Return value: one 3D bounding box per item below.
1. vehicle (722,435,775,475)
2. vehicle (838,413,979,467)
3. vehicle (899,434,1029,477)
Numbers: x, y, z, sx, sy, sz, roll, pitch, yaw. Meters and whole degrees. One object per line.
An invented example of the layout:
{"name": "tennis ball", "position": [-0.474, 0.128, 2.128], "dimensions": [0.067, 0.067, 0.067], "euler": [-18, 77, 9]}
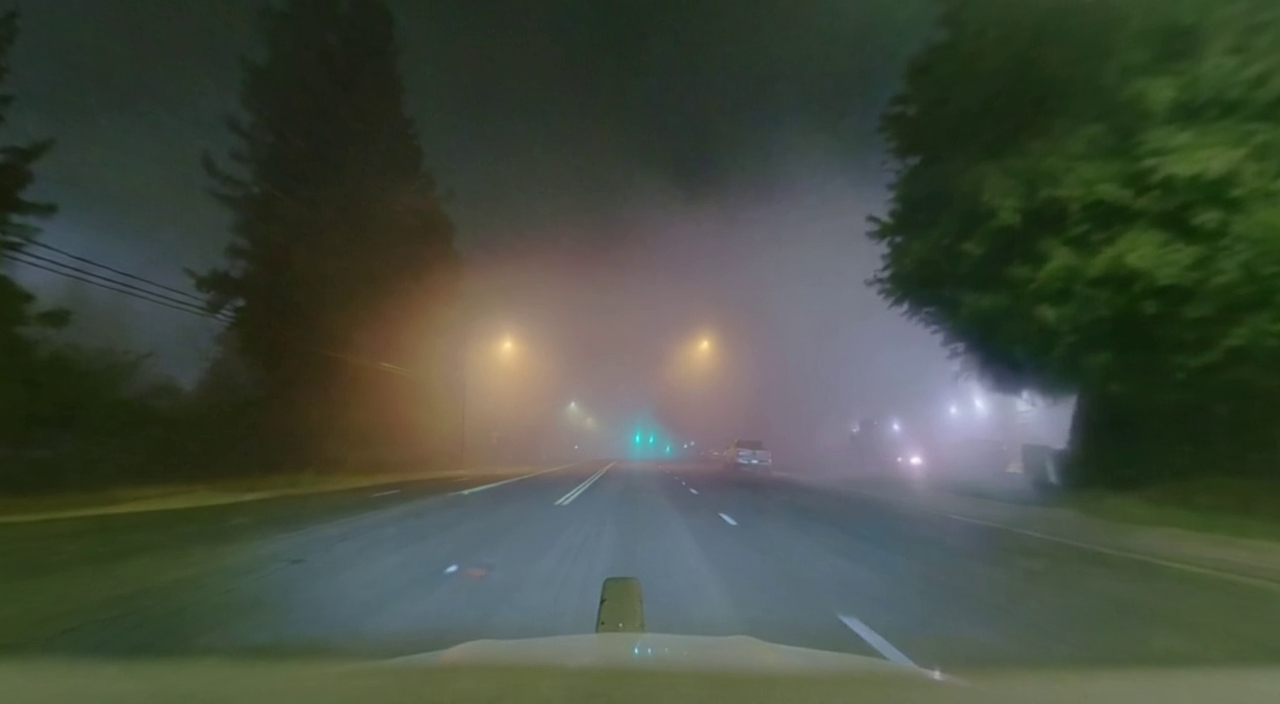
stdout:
{"name": "vehicle", "position": [6.333, 6.091, 37.532], "dimensions": [2.275, 2.132, 5.726], "euler": [0, -9, 1]}
{"name": "vehicle", "position": [15.790, 5.241, 37.557], "dimensions": [6.969, 2.929, 2.793], "euler": [-1, -9, 0]}
{"name": "vehicle", "position": [14.411, 4.628, 28.330], "dimensions": [4.637, 1.842, 2.016], "euler": [0, -9, 2]}
